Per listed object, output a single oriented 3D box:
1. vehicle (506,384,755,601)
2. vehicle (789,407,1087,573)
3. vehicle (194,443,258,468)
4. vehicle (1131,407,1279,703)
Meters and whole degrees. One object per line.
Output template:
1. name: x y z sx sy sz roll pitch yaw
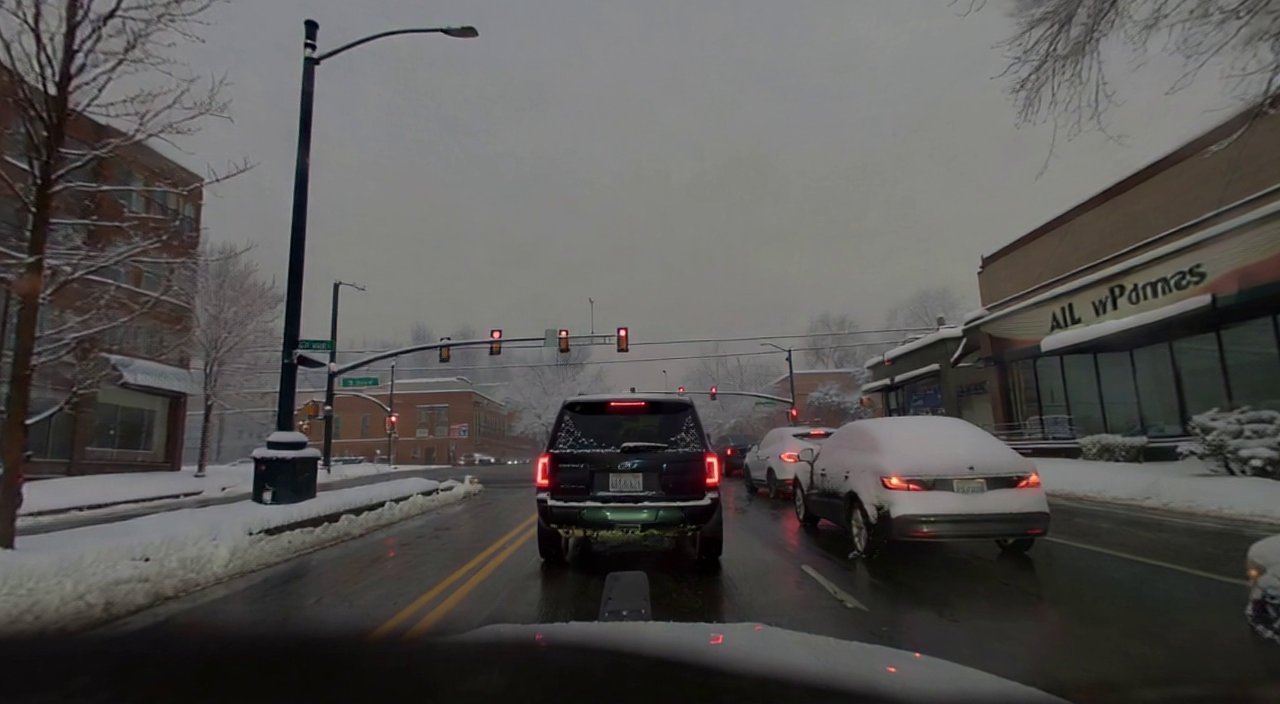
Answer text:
1. vehicle: 0.004 1.530 7.687 2.154 1.861 4.280 0 -8 3
2. vehicle: 3.629 1.758 8.801 2.036 1.719 4.318 0 -8 0
3. vehicle: -27.412 6.871 41.880 1.693 1.563 3.716 0 -8 0
4. vehicle: 3.375 0.723 0.807 1.884 1.484 4.609 0 -8 2
